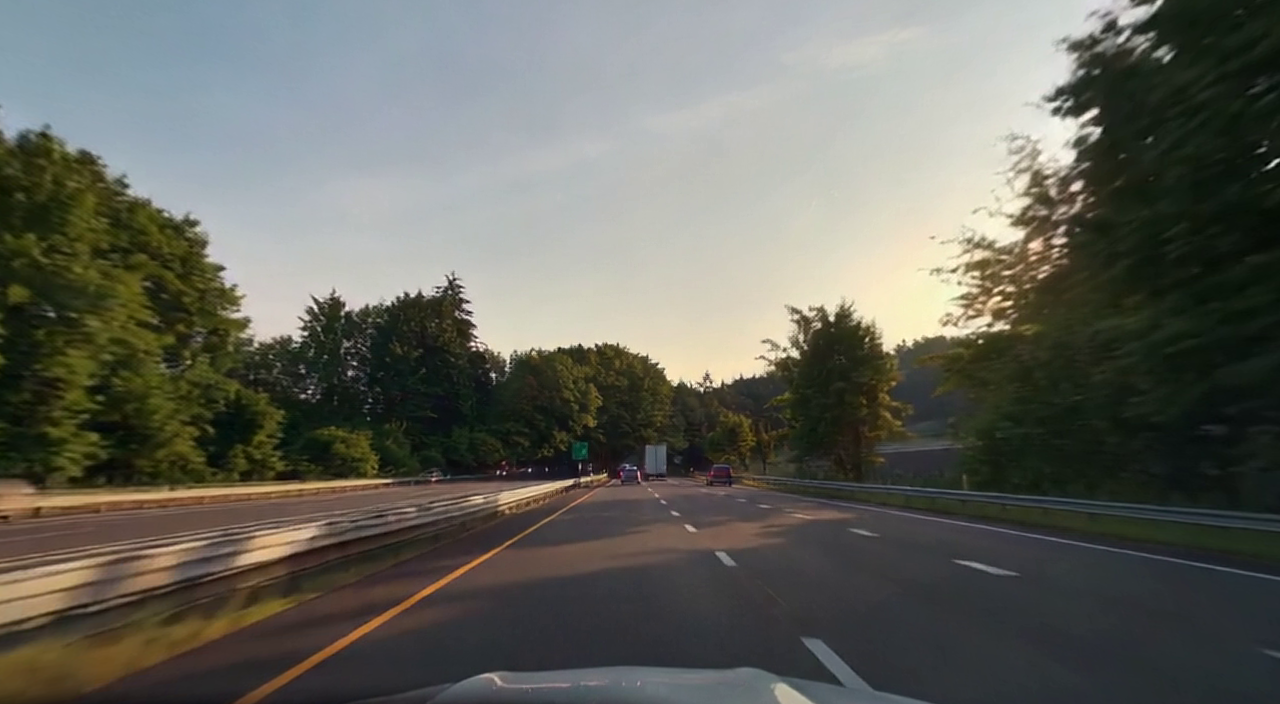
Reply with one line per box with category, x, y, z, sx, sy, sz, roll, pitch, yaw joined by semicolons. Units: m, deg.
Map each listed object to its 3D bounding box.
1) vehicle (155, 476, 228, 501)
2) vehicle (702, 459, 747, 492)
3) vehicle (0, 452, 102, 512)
vehicle;-27.485;8.364;38.767;1.722;1.434;3.692;1;-11;0
vehicle;4.927;7.321;37.374;1.998;1.776;4.663;1;-11;-1
vehicle;-44.179;8.833;42.941;2.876;3.964;14.769;1;-11;-4
